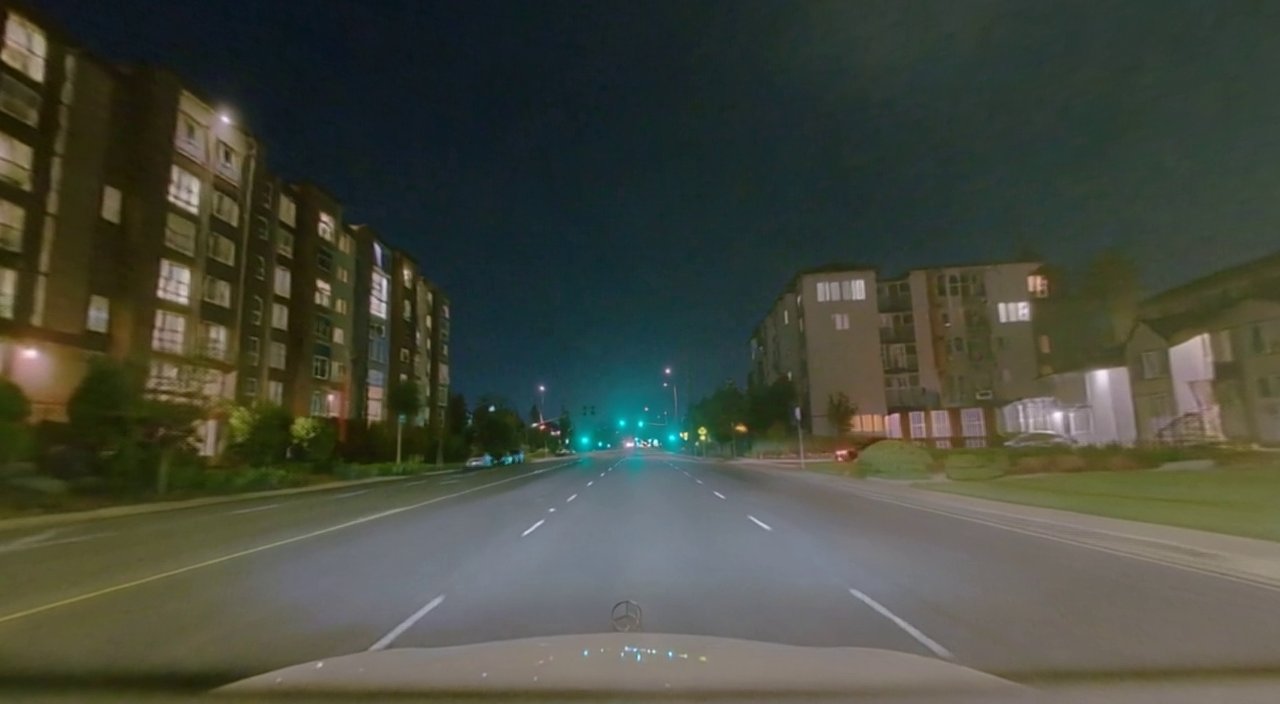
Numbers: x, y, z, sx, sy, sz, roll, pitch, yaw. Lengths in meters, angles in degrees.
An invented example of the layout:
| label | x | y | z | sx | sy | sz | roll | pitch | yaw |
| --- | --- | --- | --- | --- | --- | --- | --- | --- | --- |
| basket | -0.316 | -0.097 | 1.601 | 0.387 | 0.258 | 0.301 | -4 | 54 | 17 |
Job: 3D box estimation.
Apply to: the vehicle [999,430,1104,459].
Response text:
| label | x | y | z | sx | sy | sz | roll | pitch | yaw |
| --- | --- | --- | --- | --- | --- | --- | --- | --- | --- |
| vehicle | 24.918 | 5.620 | 38.400 | 4.861 | 1.684 | 2.014 | 0 | -9 | 1 |

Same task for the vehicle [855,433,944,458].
| label | x | y | z | sx | sy | sz | roll | pitch | yaw |
| --- | --- | --- | --- | --- | --- | --- | --- | --- | --- |
| vehicle | 18.526 | 6.720 | 45.310 | 5.466 | 1.734 | 1.999 | -1 | -9 | 1 |
